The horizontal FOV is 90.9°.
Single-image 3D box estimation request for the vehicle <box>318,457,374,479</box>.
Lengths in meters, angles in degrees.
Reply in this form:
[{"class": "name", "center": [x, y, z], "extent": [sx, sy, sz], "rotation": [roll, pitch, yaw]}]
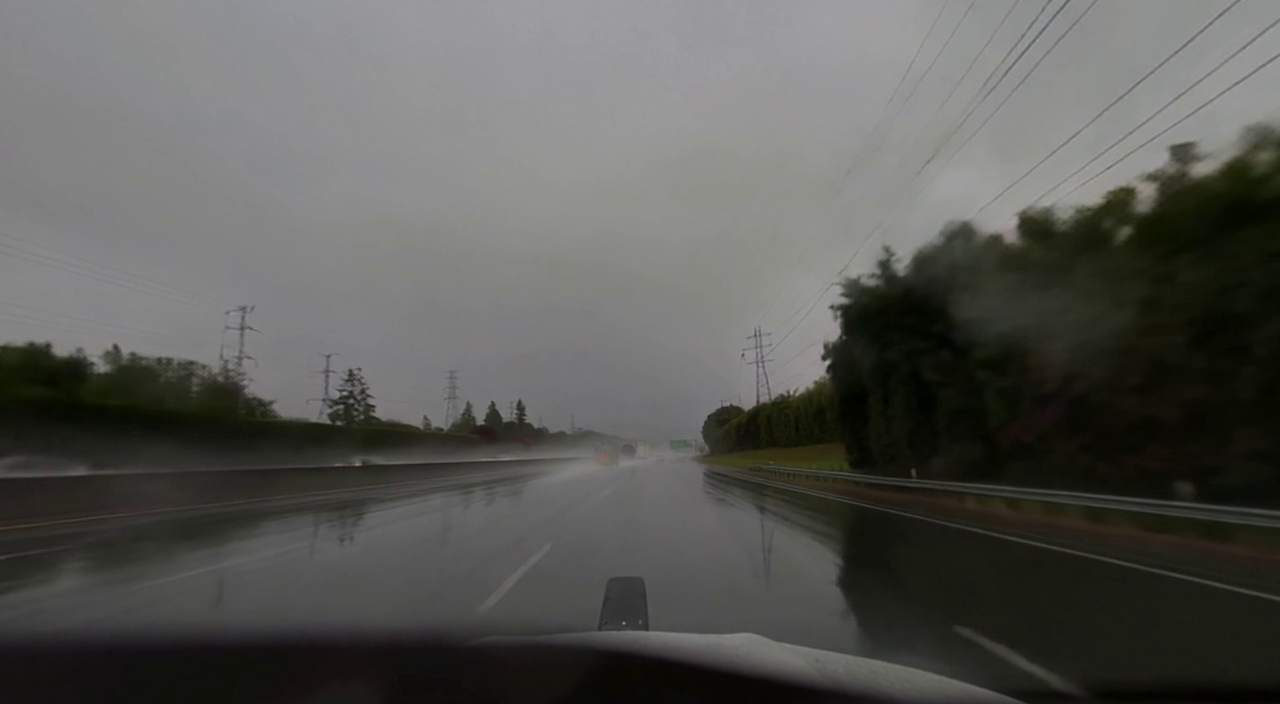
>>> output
[{"class": "vehicle", "center": [-21.547, 8.517, 46.383], "extent": [1.824, 1.485, 4.647], "rotation": [0, -9, 1]}]
